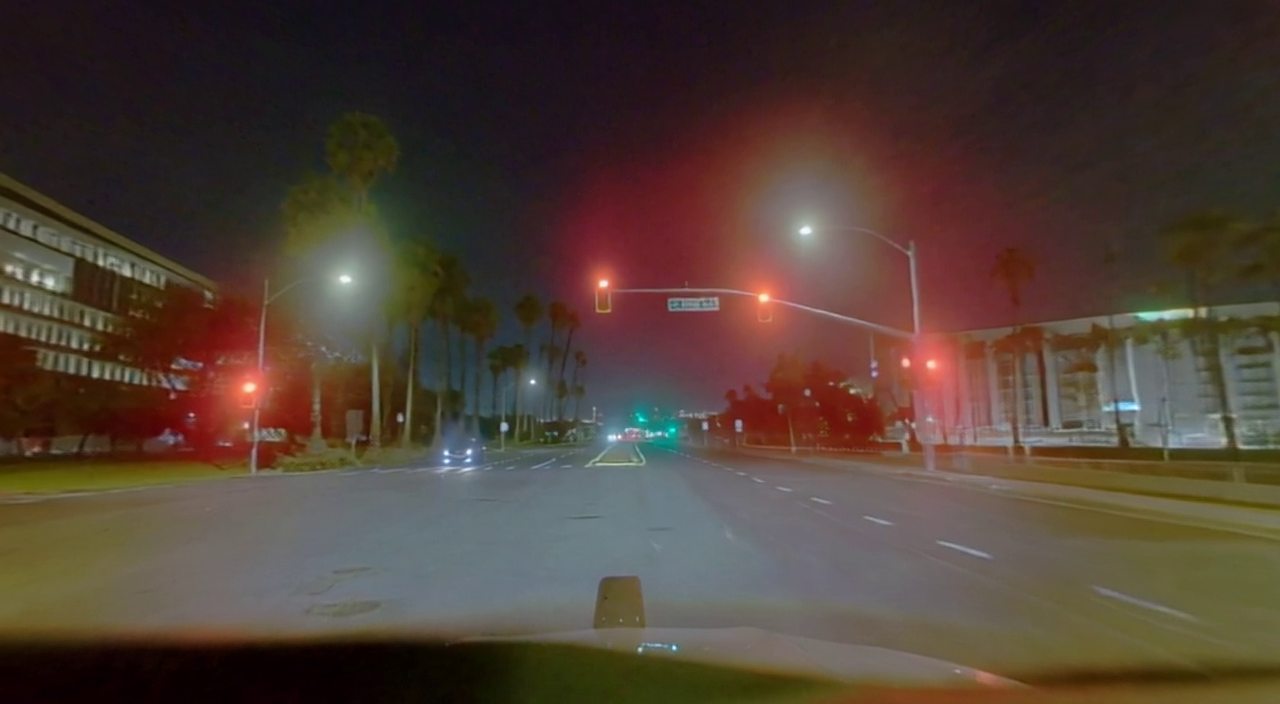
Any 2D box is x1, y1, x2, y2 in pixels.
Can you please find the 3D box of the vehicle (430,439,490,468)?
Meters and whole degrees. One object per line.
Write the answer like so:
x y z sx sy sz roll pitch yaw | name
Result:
-9.912 5.599 35.112 2.149 1.477 4.186 0 -8 -1 | vehicle
